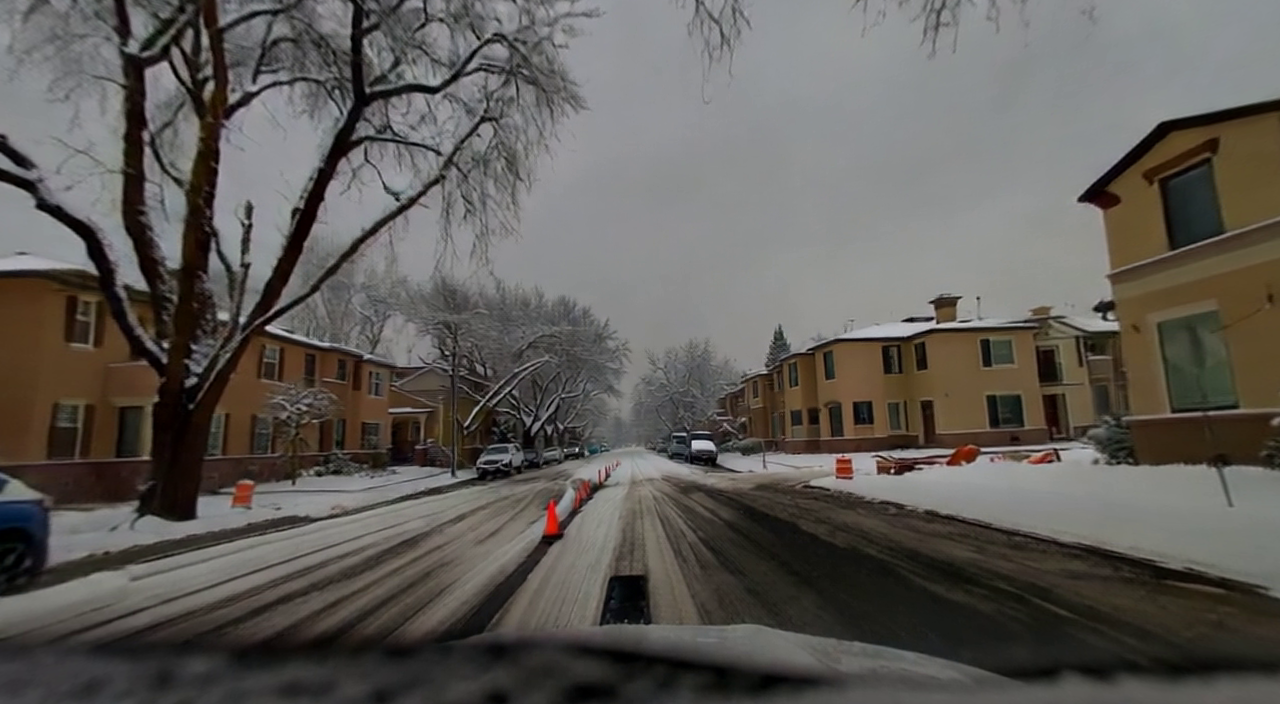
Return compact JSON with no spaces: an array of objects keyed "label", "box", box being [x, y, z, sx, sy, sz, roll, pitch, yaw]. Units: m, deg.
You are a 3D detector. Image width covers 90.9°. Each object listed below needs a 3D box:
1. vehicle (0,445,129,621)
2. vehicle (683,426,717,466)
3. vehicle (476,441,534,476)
[{"label":"vehicle","box":[-6.552,1.400,4.382,2.137,1.481,4.503,0,-8,1]},{"label":"vehicle","box":[4.012,6.318,42.434,2.082,2.534,3.248,-1,-8,3]},{"label":"vehicle","box":[-6.673,5.311,31.609,1.957,1.608,4.476,0,-8,-1]}]
